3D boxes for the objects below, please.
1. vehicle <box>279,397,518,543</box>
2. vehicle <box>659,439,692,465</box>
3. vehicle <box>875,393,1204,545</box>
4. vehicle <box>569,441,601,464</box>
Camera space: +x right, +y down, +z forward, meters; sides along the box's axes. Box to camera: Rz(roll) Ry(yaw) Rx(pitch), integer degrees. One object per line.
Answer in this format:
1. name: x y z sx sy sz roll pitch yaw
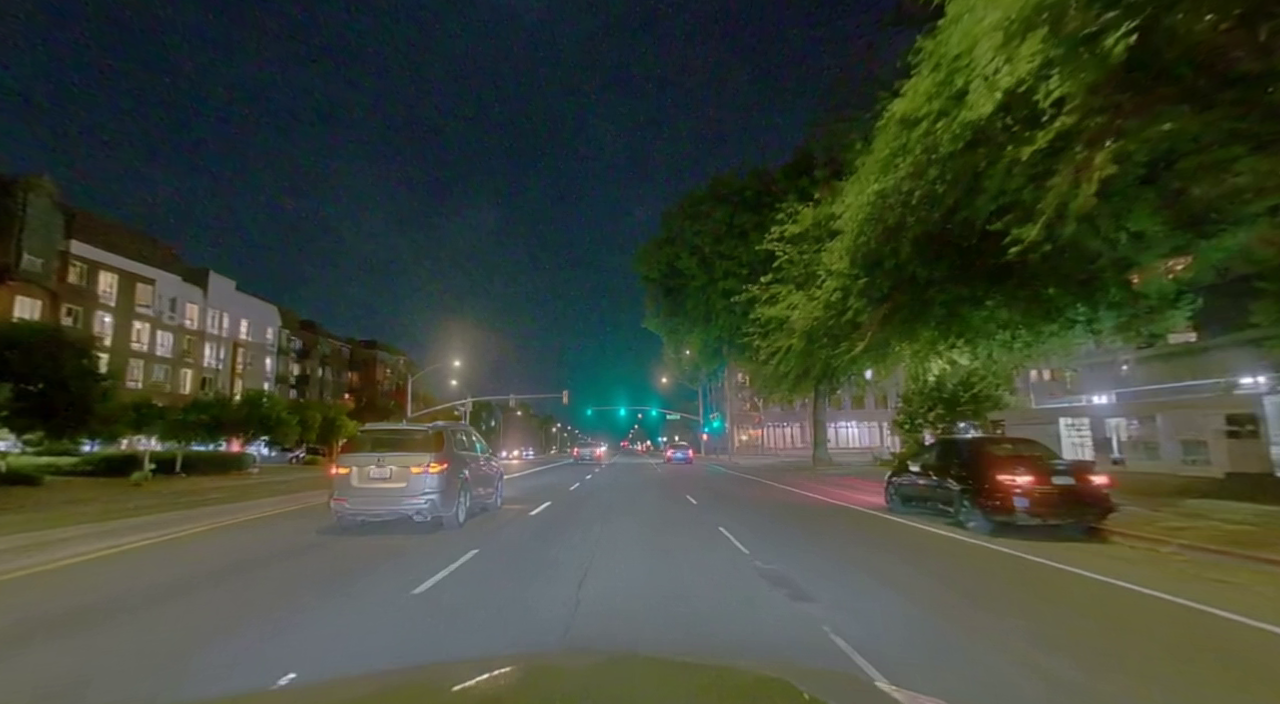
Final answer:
1. vehicle: -3.807 1.999 11.295 2.225 1.984 5.168 0 -8 0
2. vehicle: 2.528 7.214 45.625 2.018 1.719 4.369 0 -8 -2
3. vehicle: 6.970 2.154 12.332 2.521 2.108 6.111 2 -8 1
4. vehicle: -4.219 7.812 49.417 2.083 1.685 4.069 0 -8 1
